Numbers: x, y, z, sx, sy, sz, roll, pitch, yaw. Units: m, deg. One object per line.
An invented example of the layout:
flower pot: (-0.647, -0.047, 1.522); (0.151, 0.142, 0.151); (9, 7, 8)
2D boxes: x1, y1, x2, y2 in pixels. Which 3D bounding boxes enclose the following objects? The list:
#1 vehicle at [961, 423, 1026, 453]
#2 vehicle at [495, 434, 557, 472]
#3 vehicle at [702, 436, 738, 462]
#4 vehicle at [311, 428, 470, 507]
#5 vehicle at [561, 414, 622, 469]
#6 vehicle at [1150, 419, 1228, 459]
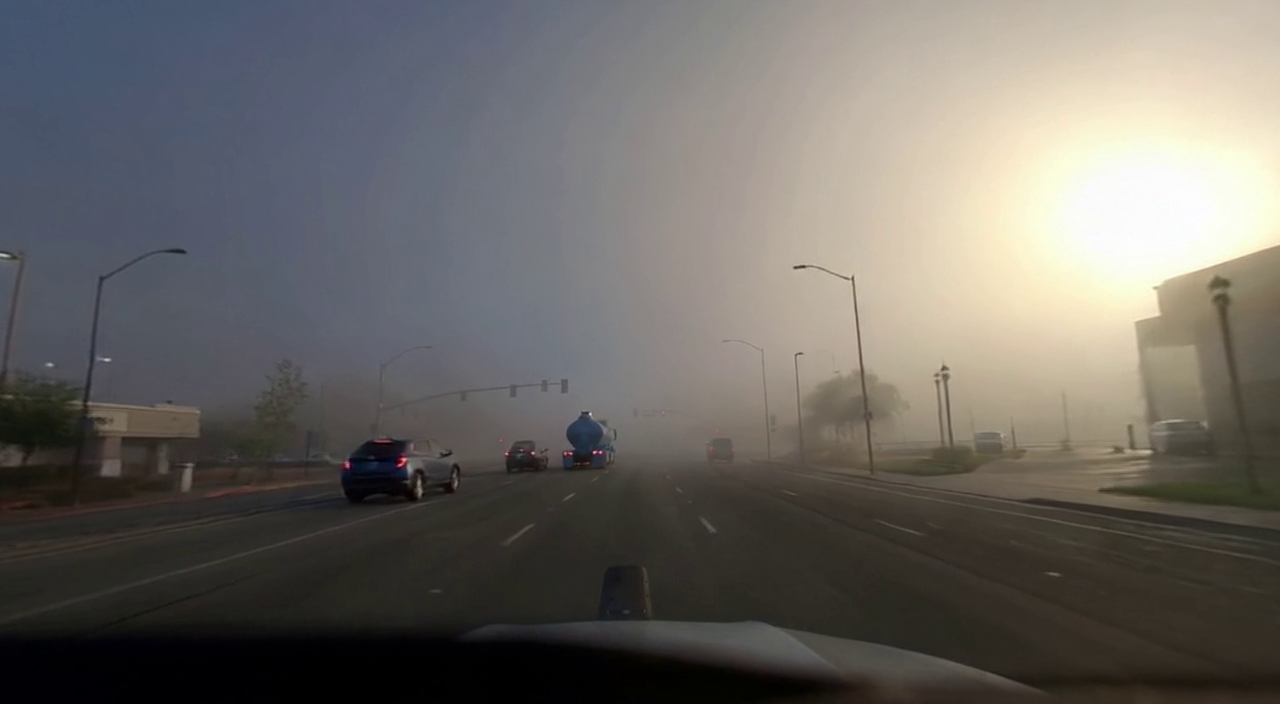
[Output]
vehicle: (23.554, 5.738, 41.863); (2.380, 1.890, 5.620); (-8, -11, 42)
vehicle: (-6.336, 5.707, 35.799); (2.375, 1.989, 5.497); (0, -8, 1)
vehicle: (6.196, 7.610, 49.427); (2.093, 1.926, 4.749); (0, -8, -2)
vehicle: (-6.262, 2.949, 16.562); (2.179, 1.750, 4.621); (0, -8, 2)
vehicle: (-2.898, 6.079, 42.491); (2.841, 3.004, 14.901); (0, -8, 1)
vehicle: (23.405, 3.696, 27.030); (1.924, 1.467, 4.572); (-9, -10, 35)
